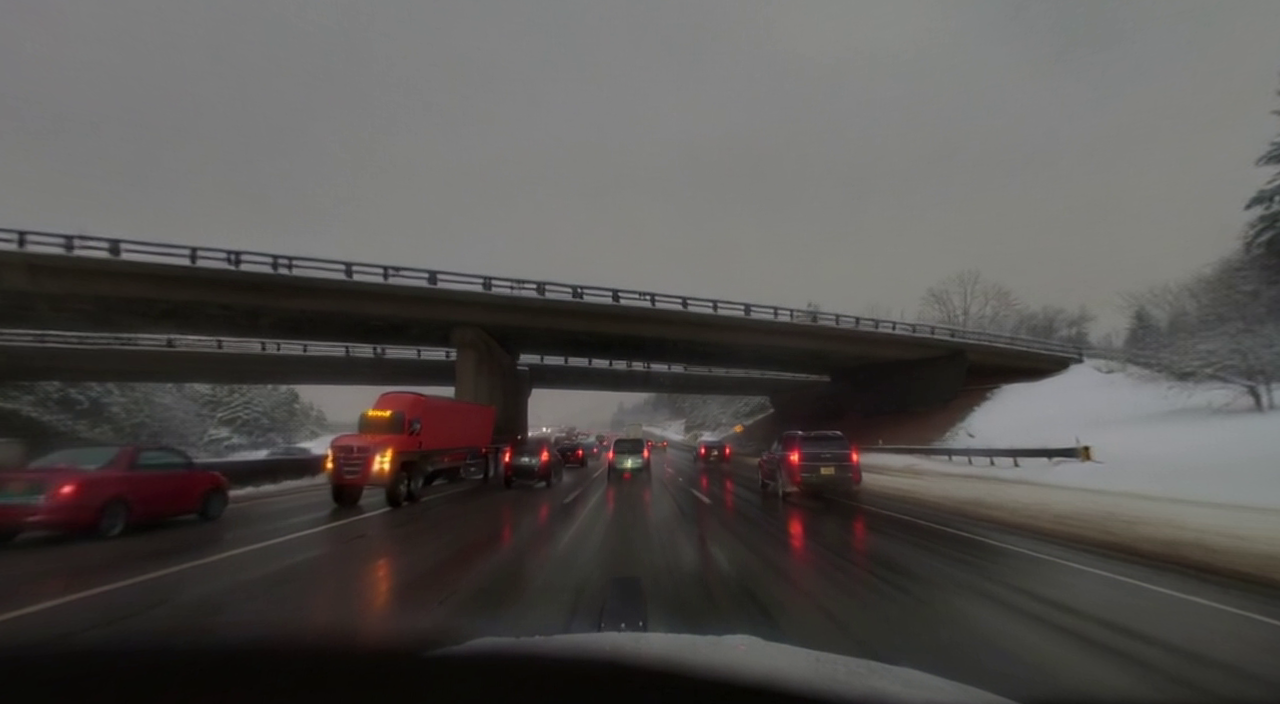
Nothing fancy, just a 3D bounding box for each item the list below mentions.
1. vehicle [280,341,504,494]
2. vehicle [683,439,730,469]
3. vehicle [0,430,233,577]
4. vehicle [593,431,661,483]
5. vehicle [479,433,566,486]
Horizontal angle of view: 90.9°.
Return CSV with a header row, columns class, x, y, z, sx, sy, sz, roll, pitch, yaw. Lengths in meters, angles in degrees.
class,x,y,z,sx,sy,sz,roll,pitch,yaw
vehicle,-7.439,2.426,21.373,2.959,3.886,10.574,-1,-8,2
vehicle,3.443,5.403,33.463,2.003,1.465,4.092,0,-8,-1
vehicle,-7.511,1.726,7.629,1.948,1.494,4.749,0,-8,1
vehicle,-0.426,3.801,23.118,2.270,1.696,4.061,0,-8,0
vehicle,-3.950,3.709,21.996,2.124,1.639,4.344,0,-8,1
